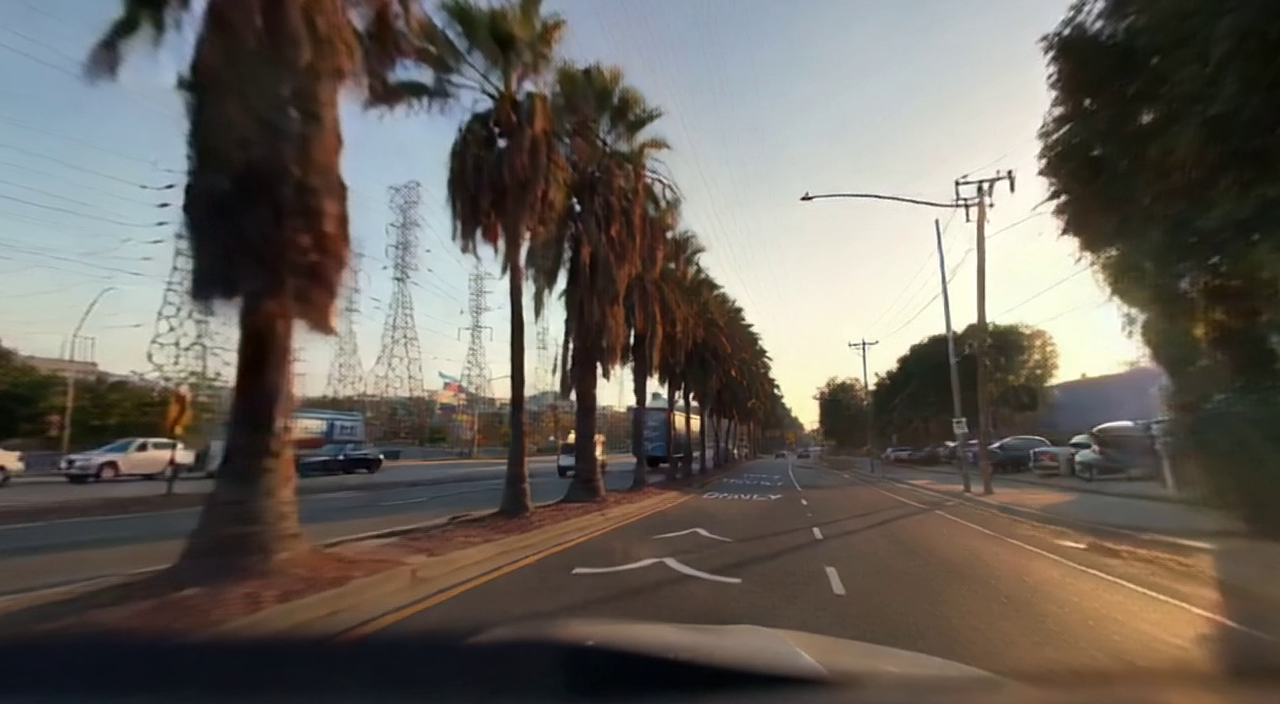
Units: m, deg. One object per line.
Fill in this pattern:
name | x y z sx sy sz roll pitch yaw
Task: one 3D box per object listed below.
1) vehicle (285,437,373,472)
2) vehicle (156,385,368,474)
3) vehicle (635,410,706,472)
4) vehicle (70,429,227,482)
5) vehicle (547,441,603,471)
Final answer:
vehicle | -16.099 5.329 32.961 1.751 1.639 4.434 -4 -9 11
vehicle | -19.455 4.548 34.002 2.907 3.760 11.193 -5 -12 10
vehicle | 2.498 6.606 46.465 2.903 3.933 11.567 -2 -9 14
vehicle | -18.269 3.984 23.763 1.833 1.578 4.412 -9 -13 12
vehicle | -4.511 7.338 44.840 2.266 1.950 5.866 -2 -9 12
